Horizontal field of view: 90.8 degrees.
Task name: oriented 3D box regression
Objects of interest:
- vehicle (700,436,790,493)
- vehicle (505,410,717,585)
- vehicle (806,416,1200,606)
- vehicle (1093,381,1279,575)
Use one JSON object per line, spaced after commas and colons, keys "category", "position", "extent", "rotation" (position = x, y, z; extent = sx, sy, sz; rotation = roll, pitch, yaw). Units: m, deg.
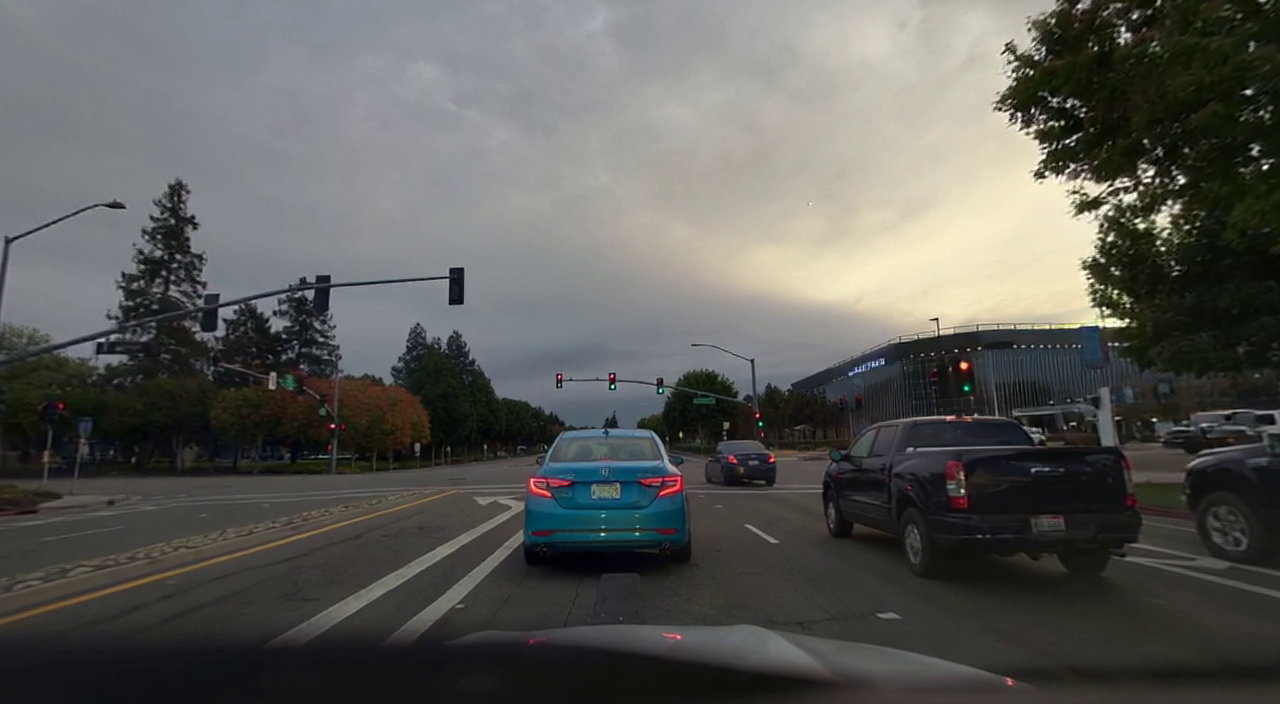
{"category": "vehicle", "position": [3.231, 3.556, 20.359], "extent": [2.031, 1.626, 4.264], "rotation": [0, -8, -2]}
{"category": "vehicle", "position": [-0.281, 1.676, 8.000], "extent": [2.037, 1.674, 3.693], "rotation": [0, -8, 0]}
{"category": "vehicle", "position": [3.612, 1.651, 7.576], "extent": [1.955, 1.550, 4.587], "rotation": [0, -8, -1]}
{"category": "vehicle", "position": [7.551, 1.202, 5.951], "extent": [2.240, 1.923, 5.678], "rotation": [0, -8, -1]}
